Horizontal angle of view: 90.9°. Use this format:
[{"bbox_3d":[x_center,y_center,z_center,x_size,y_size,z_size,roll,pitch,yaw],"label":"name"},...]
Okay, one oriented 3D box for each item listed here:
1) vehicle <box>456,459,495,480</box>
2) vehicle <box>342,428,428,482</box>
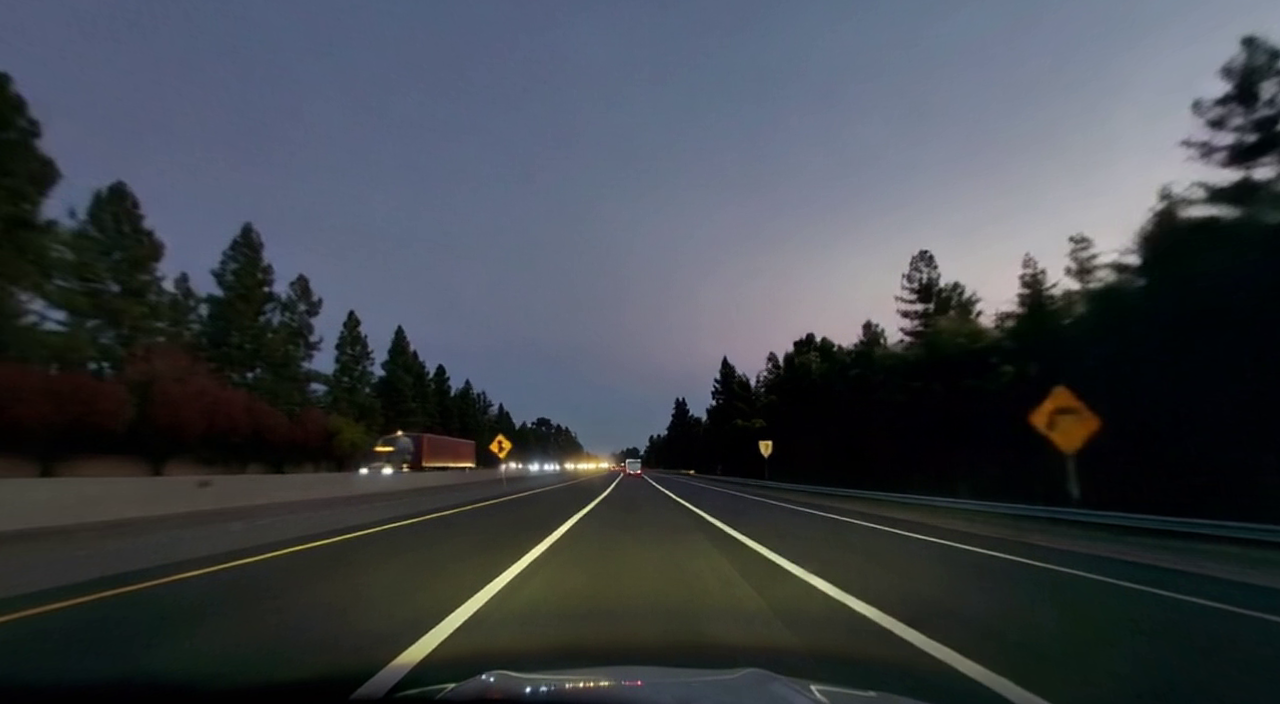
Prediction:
[{"bbox_3d":[-12.718,9.133,48.987,1.838,1.494,4.195,1,-10,0],"label":"vehicle"},{"bbox_3d":[-16.692,6.913,41.873,2.701,3.278,6.997,0,-11,0],"label":"vehicle"}]
